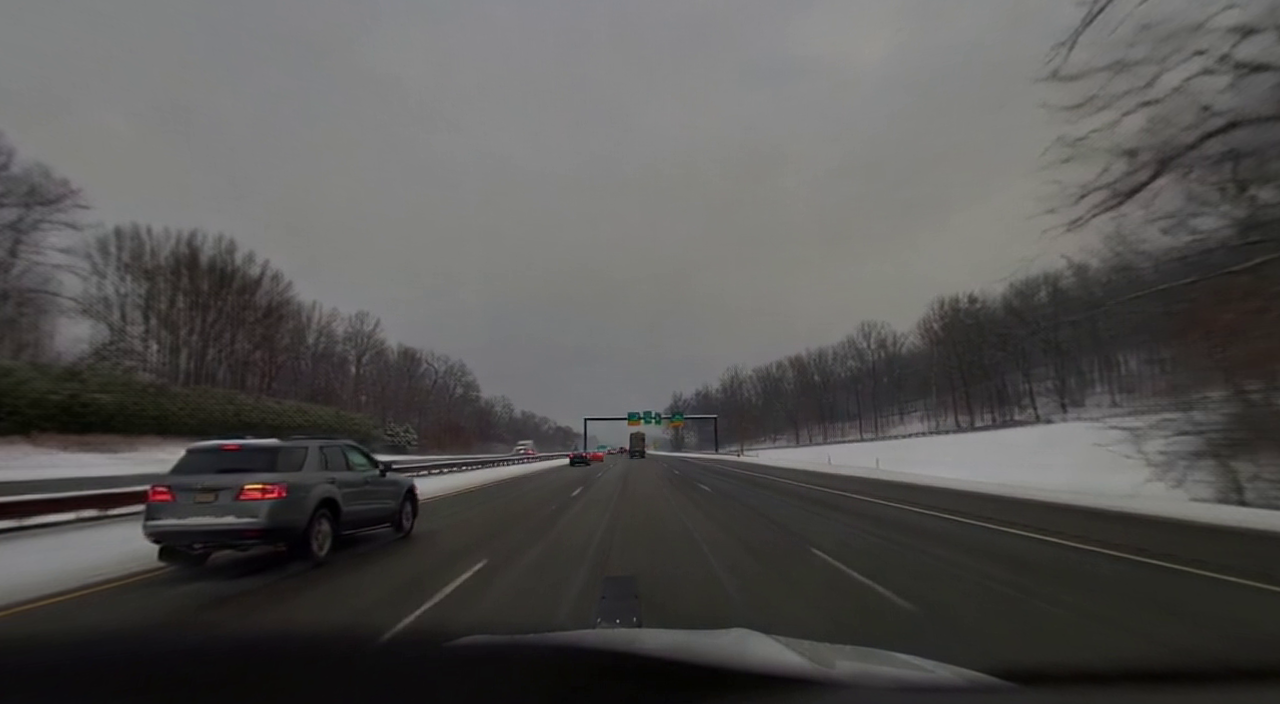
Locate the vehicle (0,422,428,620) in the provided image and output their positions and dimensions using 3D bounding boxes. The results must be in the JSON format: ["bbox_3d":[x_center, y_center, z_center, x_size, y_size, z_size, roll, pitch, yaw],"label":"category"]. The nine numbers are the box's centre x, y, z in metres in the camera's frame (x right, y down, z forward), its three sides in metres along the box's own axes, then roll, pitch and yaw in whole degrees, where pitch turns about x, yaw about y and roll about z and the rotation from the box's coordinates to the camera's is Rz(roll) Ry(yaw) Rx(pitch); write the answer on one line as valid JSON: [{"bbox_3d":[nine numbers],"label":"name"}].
[{"bbox_3d":[-4.127,1.647,7.019,2.071,1.525,4.058,0,-9,0],"label":"vehicle"}]

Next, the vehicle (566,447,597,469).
[{"bbox_3d":[-4.306,7.821,46.387,1.963,1.475,3.665,0,-9,0],"label":"vehicle"}]
